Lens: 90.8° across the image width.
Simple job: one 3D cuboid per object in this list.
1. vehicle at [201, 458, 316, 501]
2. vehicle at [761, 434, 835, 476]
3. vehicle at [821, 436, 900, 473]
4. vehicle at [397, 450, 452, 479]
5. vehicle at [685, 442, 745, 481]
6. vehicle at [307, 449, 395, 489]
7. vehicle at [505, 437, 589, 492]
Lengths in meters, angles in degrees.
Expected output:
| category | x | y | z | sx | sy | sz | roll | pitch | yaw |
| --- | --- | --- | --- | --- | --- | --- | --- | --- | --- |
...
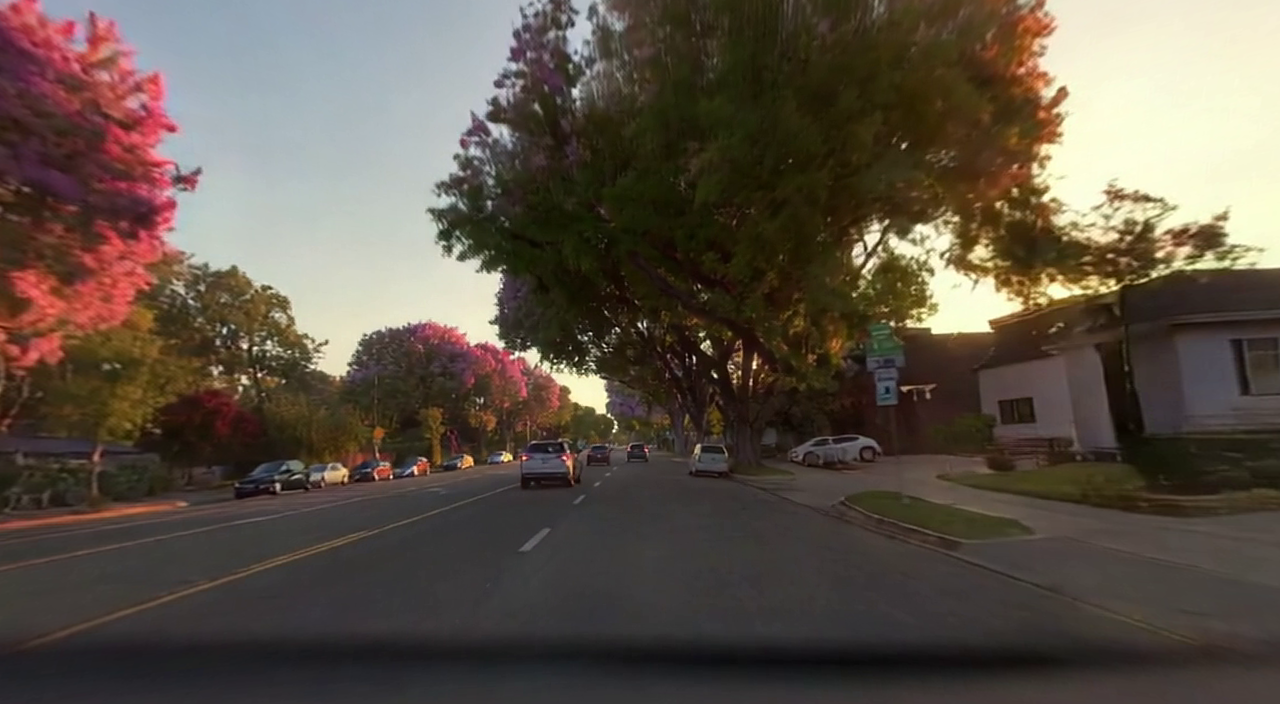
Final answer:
| category | x | y | z | sx | sy | sz | roll | pitch | yaw |
| --- | --- | --- | --- | --- | --- | --- | --- | --- | --- |
| vehicle | -16.366 | 5.449 | 27.494 | 1.870 | 1.599 | 5.022 | 0 | -9 | 0 |
| vehicle | 7.326 | 4.804 | 29.805 | 2.112 | 1.776 | 4.555 | 2 | -8 | -3 |
| vehicle | 10.139 | 4.728 | 29.404 | 1.777 | 1.514 | 4.140 | -2 | -8 | -7 |
| vehicle | -16.621 | 8.673 | 48.970 | 2.105 | 1.854 | 5.973 | -4 | -8 | 0 |
| vehicle | 3.462 | 5.144 | 29.956 | 2.150 | 1.655 | 4.739 | 0 | -9 | -1 |
| vehicle | -14.207 | 5.753 | 31.459 | 2.123 | 1.770 | 4.848 | 0 | -9 | -1 |
| vehicle | -3.202 | 4.024 | 23.010 | 2.257 | 1.751 | 5.028 | 0 | -9 | 1 |
